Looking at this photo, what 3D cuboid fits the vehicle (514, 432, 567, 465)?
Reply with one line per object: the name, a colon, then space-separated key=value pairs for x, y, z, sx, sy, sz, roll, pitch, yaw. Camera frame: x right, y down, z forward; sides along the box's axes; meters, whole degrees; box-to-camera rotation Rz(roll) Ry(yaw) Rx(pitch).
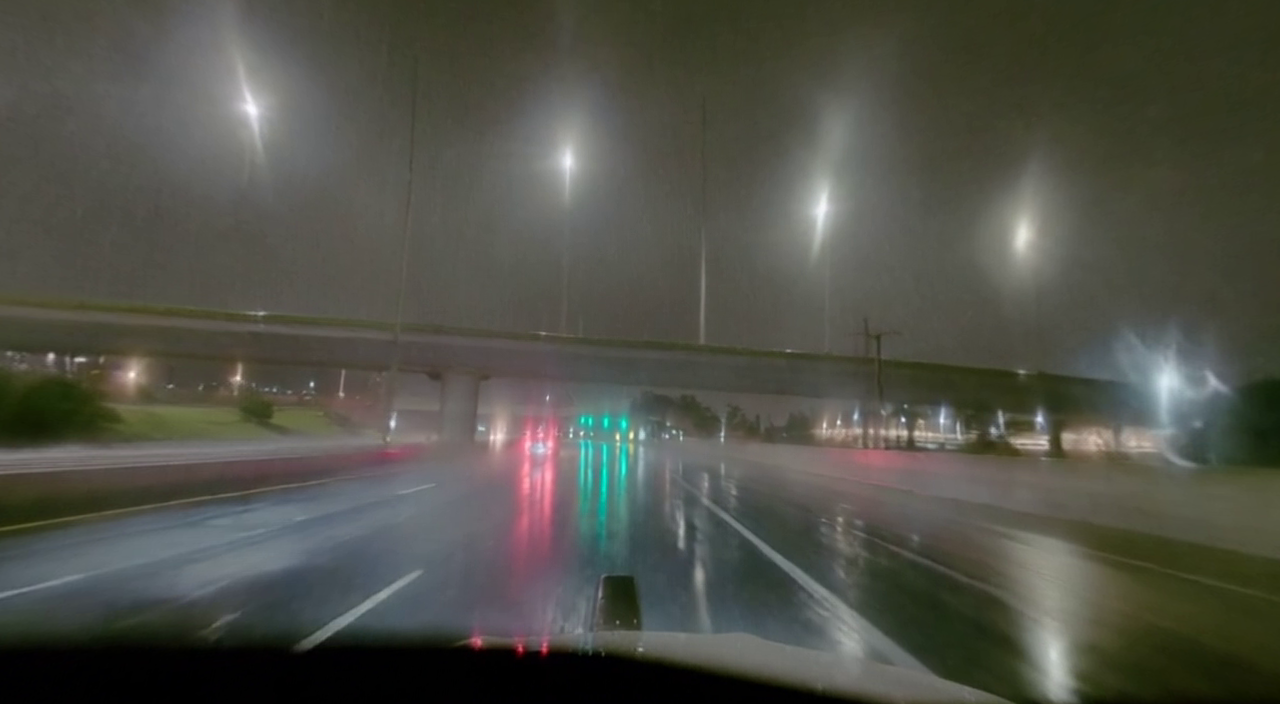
vehicle: x=-5.146 y=5.030 z=33.049 sx=2.123 sy=1.601 sz=4.887 roll=0 pitch=-8 yaw=-2
